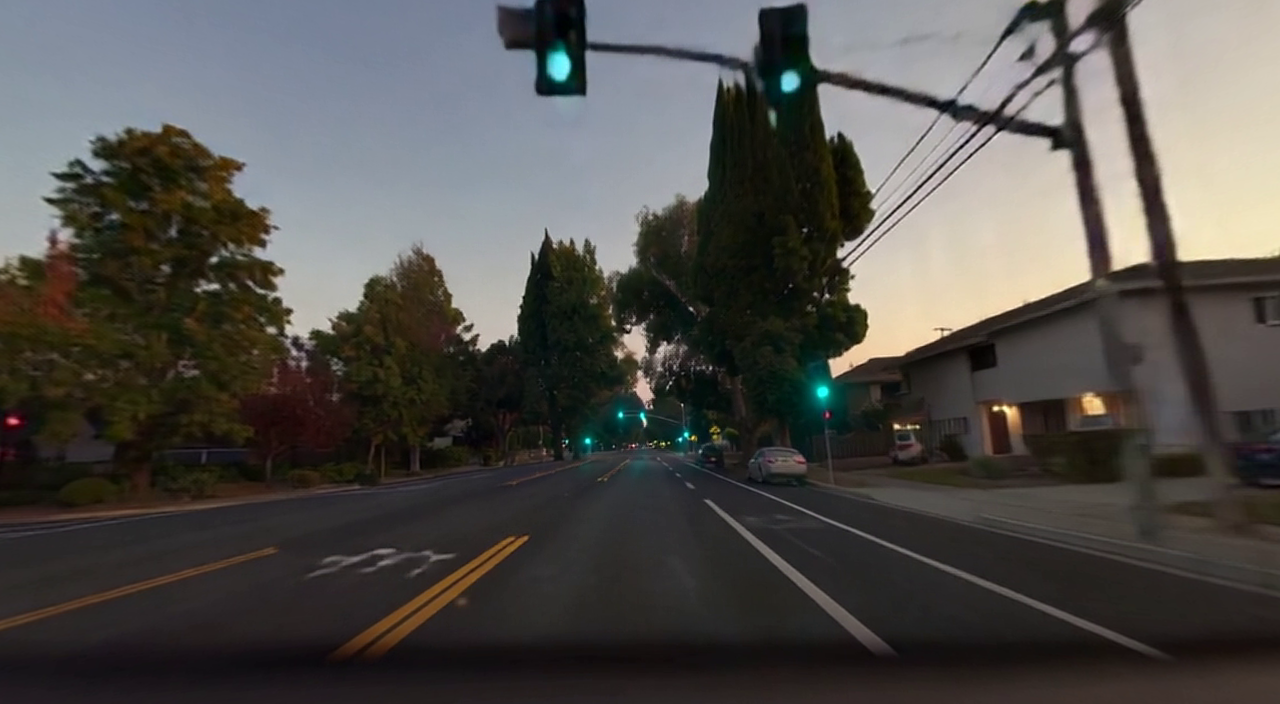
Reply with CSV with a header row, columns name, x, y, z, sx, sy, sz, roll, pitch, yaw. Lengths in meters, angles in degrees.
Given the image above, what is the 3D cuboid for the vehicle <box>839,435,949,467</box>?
name,x,y,z,sx,sy,sz,roll,pitch,yaw
vehicle,12.253,4.806,30.577,4.502,1.470,1.839,0,-9,0

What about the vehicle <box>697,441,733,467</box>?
name,x,y,z,sx,sy,sz,roll,pitch,yaw
vehicle,5.343,7.353,45.425,2.069,1.743,4.595,0,-9,0

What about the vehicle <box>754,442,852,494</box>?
name,x,y,z,sx,sy,sz,roll,pitch,yaw
vehicle,5.171,3.738,20.720,2.032,1.478,5.040,0,-9,2
